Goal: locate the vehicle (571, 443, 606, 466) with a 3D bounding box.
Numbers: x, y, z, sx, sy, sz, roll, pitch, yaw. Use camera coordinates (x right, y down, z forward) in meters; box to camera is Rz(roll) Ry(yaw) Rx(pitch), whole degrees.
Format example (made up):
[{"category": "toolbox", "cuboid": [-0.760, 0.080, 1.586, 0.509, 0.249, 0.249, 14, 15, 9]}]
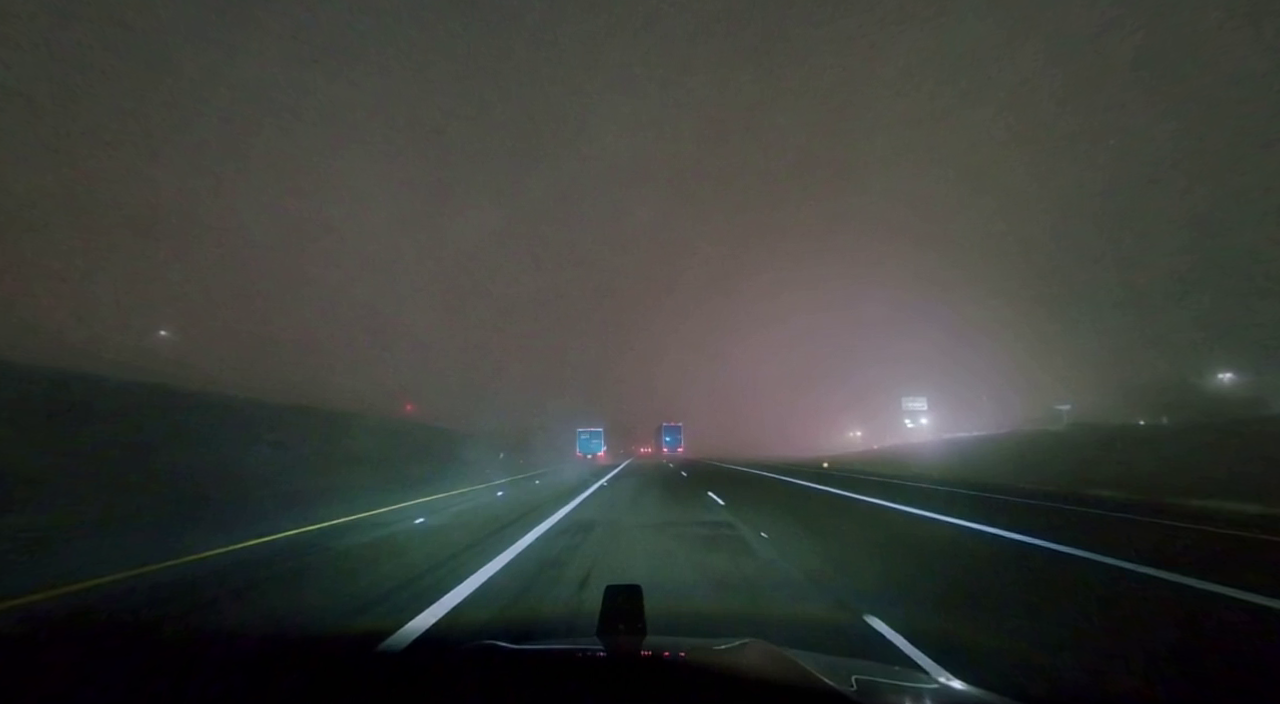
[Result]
[{"category": "vehicle", "cuboid": [-3.731, 7.490, 46.181, 2.113, 1.548, 4.532, 0, -8, 2]}]
